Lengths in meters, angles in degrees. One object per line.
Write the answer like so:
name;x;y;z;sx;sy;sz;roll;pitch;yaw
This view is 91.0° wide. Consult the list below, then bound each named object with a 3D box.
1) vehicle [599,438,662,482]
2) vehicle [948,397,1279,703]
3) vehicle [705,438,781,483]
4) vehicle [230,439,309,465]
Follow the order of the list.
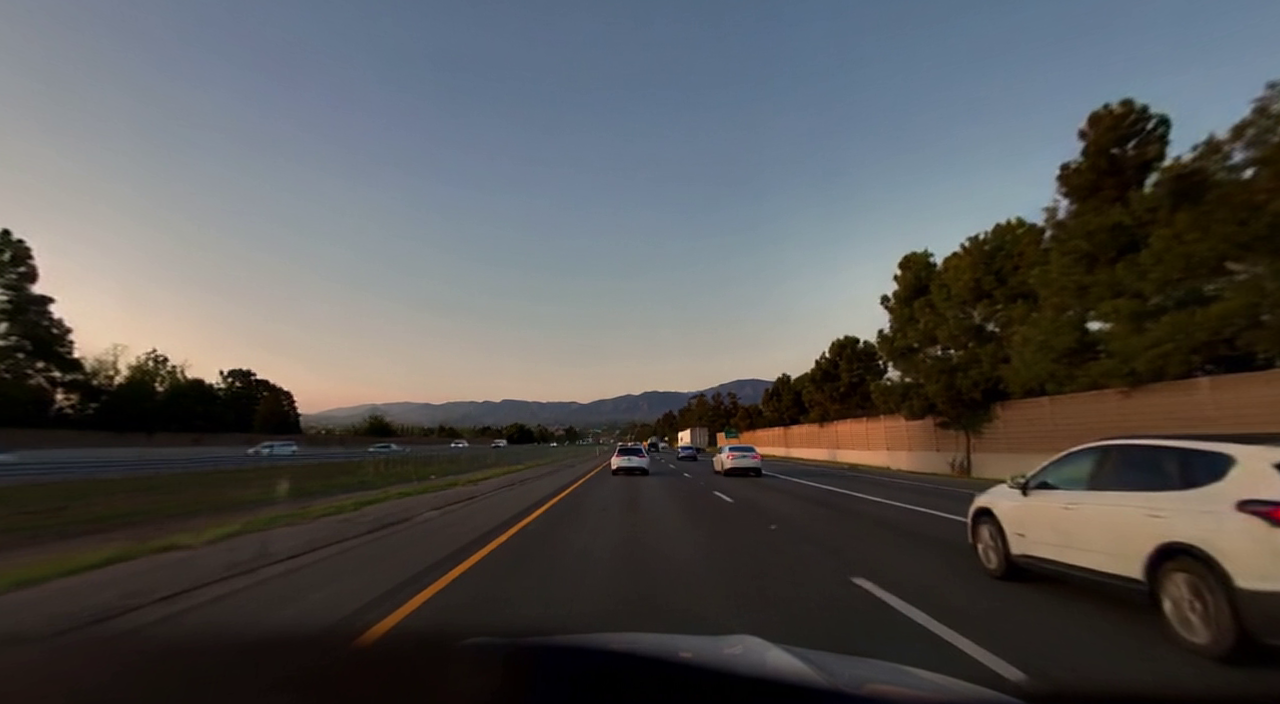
vehicle;-0.339;3.872;22.793;2.085;1.449;3.860;0;-8;0
vehicle;3.896;1.080;3.689;1.949;1.493;4.272;0;-8;-1
vehicle;3.629;3.909;22.949;1.957;1.447;4.241;0;-8;-2
vehicle;-28.784;7.782;49.209;2.262;1.926;6.285;0;-8;0
